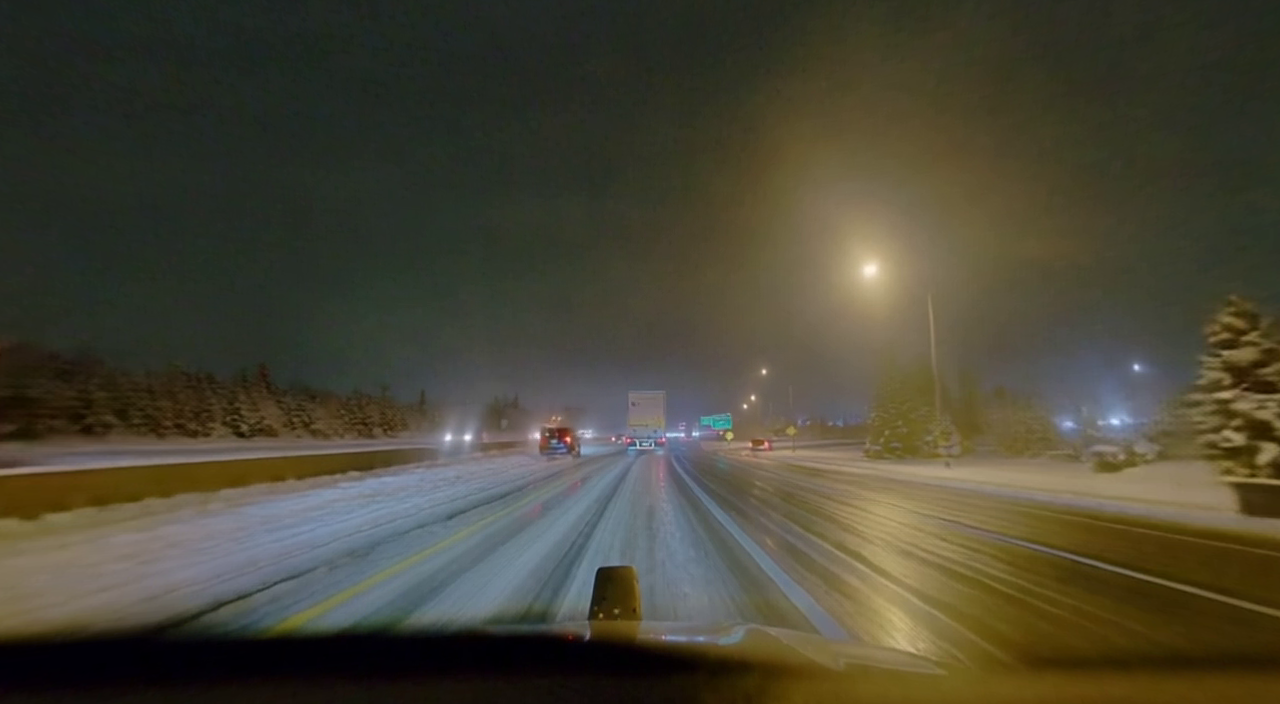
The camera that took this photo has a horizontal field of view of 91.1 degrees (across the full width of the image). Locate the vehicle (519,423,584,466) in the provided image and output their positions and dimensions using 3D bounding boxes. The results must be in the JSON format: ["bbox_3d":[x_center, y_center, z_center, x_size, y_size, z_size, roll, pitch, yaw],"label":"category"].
[{"bbox_3d":[-3.874,4.160,28.435,2.119,1.787,4.655,0,-8,2],"label":"vehicle"}]

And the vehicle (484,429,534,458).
[{"bbox_3d":[-7.286,5.118,35.307,1.845,1.493,3.799,0,-8,2],"label":"vehicle"}]

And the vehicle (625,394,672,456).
[{"bbox_3d":[0.621,5.483,46.189,3.024,4.019,10.605,0,-8,1],"label":"vehicle"}]
